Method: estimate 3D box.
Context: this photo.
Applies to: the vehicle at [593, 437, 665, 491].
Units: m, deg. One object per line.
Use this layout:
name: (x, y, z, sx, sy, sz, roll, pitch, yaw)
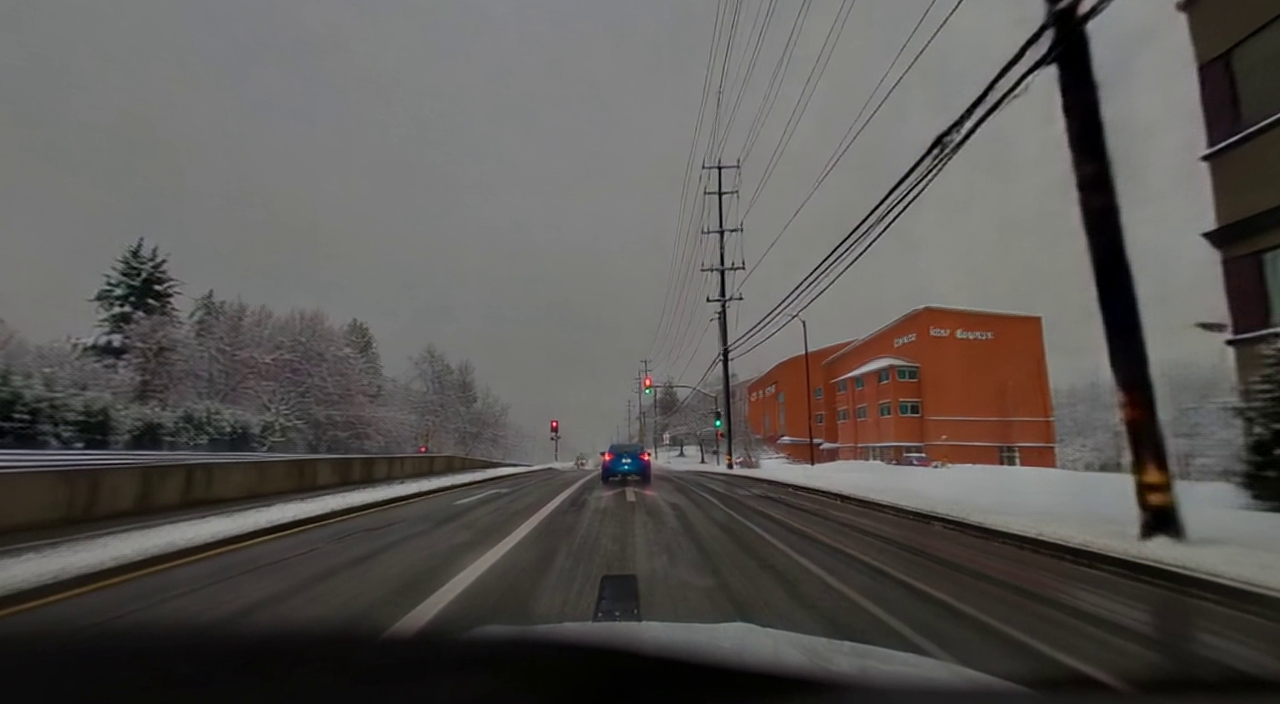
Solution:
vehicle: (-0.382, 3.561, 20.464, 2.123, 1.566, 3.662, 0, -8, -2)
